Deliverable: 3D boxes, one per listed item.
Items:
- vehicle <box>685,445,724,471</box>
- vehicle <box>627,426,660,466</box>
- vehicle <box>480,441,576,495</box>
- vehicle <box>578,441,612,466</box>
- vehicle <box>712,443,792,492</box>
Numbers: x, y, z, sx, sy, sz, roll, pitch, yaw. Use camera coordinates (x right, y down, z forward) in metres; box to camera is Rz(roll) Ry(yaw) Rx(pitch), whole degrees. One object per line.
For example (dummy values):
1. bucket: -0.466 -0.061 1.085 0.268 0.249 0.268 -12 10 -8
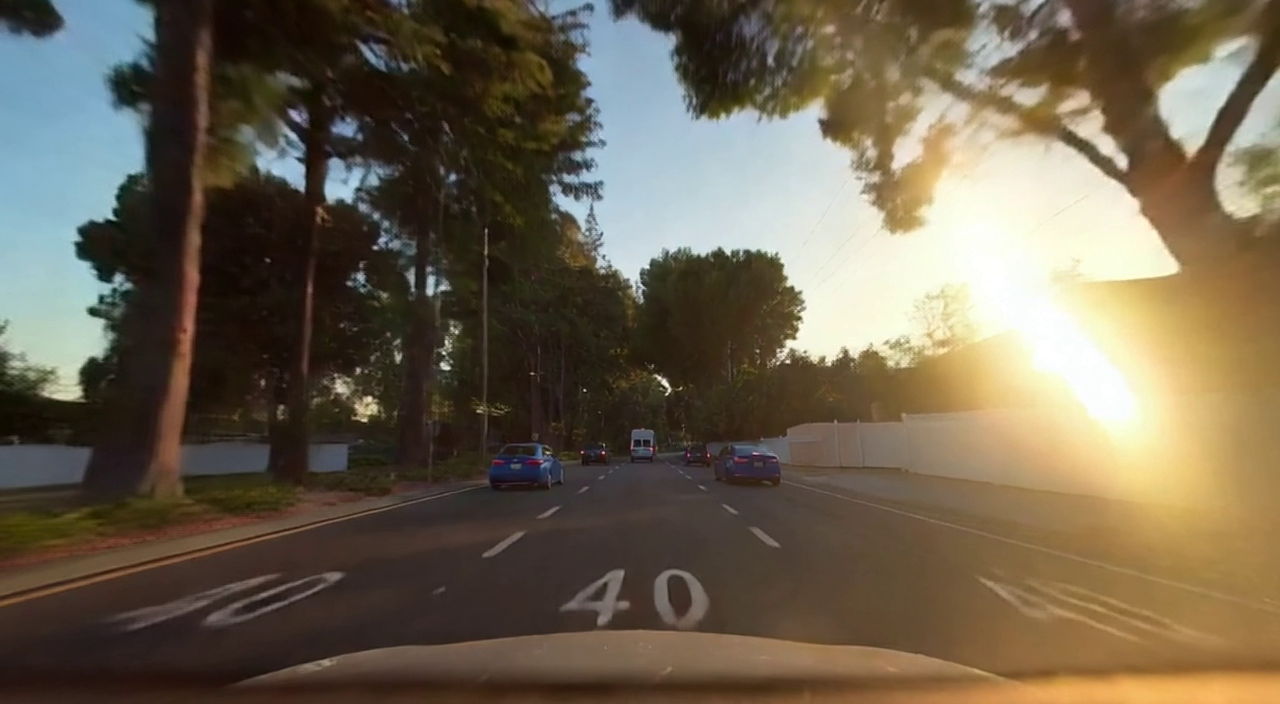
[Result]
1. vehicle: 4.003 6.624 39.450 1.905 1.520 4.340 1 -8 -1
2. vehicle: 0.286 6.856 45.970 2.311 2.726 5.814 0 -8 1
3. vehicle: -3.353 3.576 19.821 2.036 1.474 4.647 0 -8 2
4. vehicle: -3.167 7.301 45.264 2.021 1.715 4.329 0 -8 1
5. vehicle: 3.687 3.870 21.449 1.945 1.469 4.258 0 -8 0
